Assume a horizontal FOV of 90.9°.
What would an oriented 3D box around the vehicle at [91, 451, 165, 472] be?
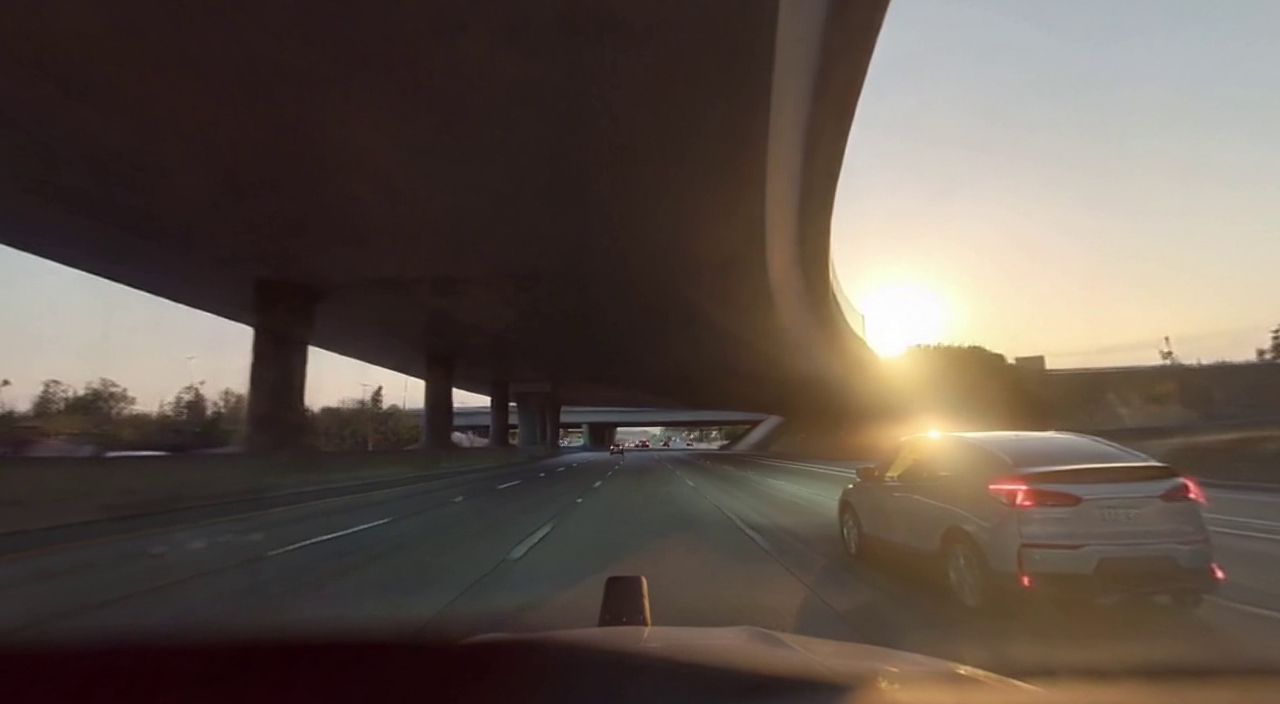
[{"bbox_3d":[-37.648,8.010,46.500,1.775,1.435,4.410,0,-9,0],"label":"vehicle"}]
